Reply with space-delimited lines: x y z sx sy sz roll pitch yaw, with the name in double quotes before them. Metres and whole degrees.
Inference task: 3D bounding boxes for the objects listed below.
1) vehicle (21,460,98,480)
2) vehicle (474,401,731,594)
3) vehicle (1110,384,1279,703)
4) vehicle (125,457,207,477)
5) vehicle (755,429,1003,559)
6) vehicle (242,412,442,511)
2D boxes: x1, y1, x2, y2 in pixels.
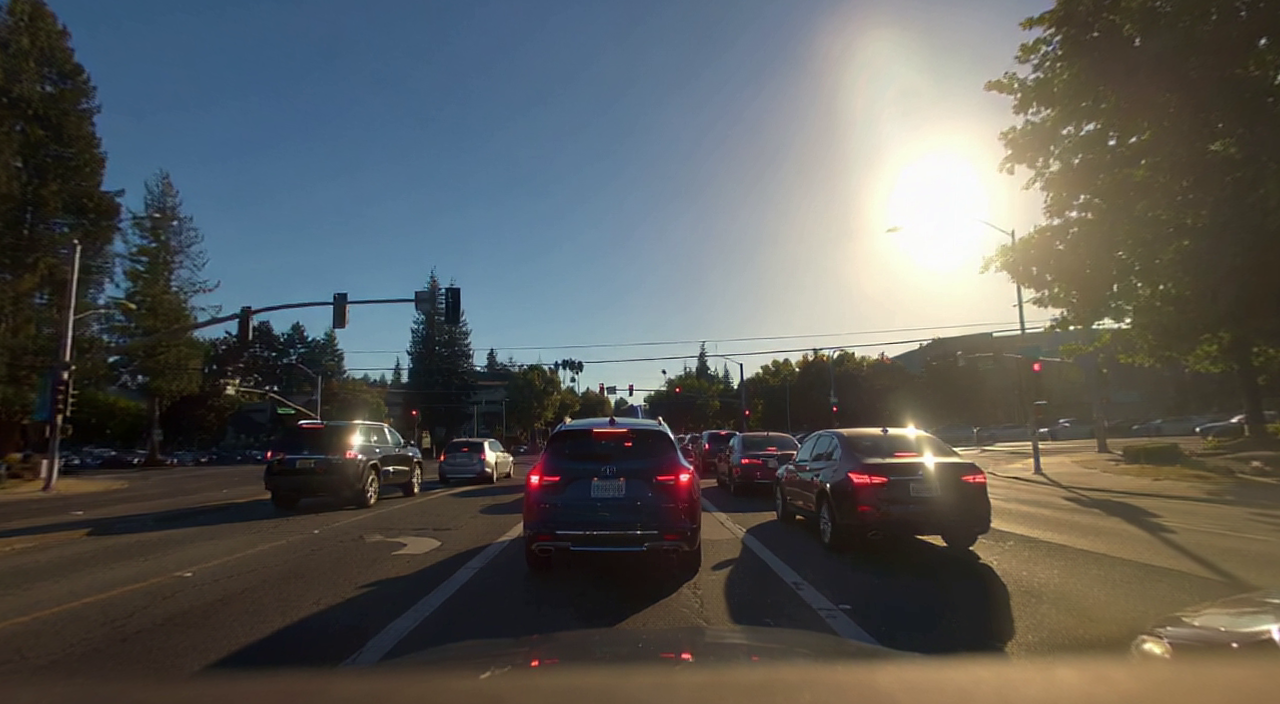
"vehicle" -45.665 9.258 49.433 4.232 1.498 1.791 0 -8 1
"vehicle" -0.318 1.585 7.649 2.256 1.694 4.055 0 -8 0
"vehicle" 3.308 0.669 0.846 1.980 1.515 4.362 0 -8 1
"vehicle" -37.308 9.031 49.504 4.914 1.487 1.850 0 -8 0
"vehicle" 3.160 1.970 9.501 1.971 1.473 4.495 0 -8 0
"vehicle" -6.719 2.549 15.021 2.214 1.953 5.017 0 -8 1
